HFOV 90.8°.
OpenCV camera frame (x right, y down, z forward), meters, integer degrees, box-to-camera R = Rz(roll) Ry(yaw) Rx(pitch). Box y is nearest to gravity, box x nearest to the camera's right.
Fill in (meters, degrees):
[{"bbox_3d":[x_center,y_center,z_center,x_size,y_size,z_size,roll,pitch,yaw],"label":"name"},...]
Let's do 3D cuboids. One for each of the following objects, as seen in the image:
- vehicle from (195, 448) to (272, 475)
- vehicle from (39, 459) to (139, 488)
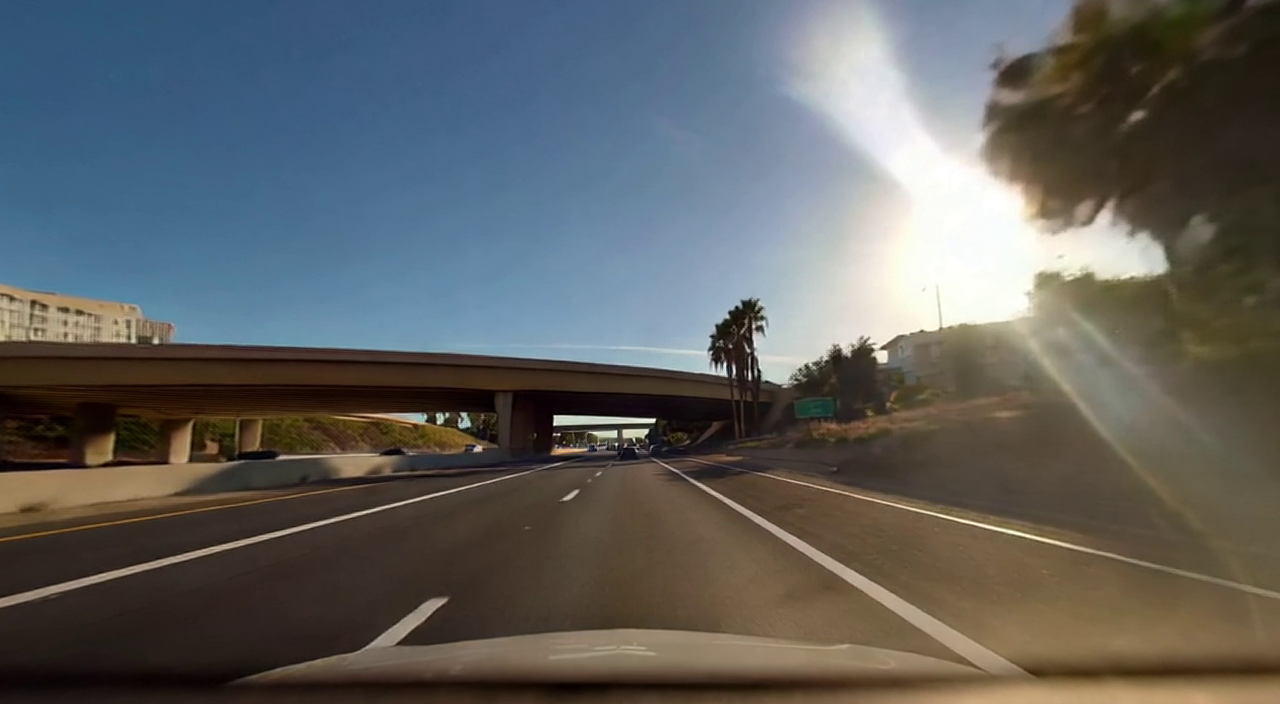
[{"bbox_3d":[-29.215,7.877,45.636,2.137,1.784,5.111,0,-8,-1],"label":"vehicle"},{"bbox_3d":[-33.738,7.441,38.893,1.877,1.524,4.752,0,-8,0],"label":"vehicle"}]
